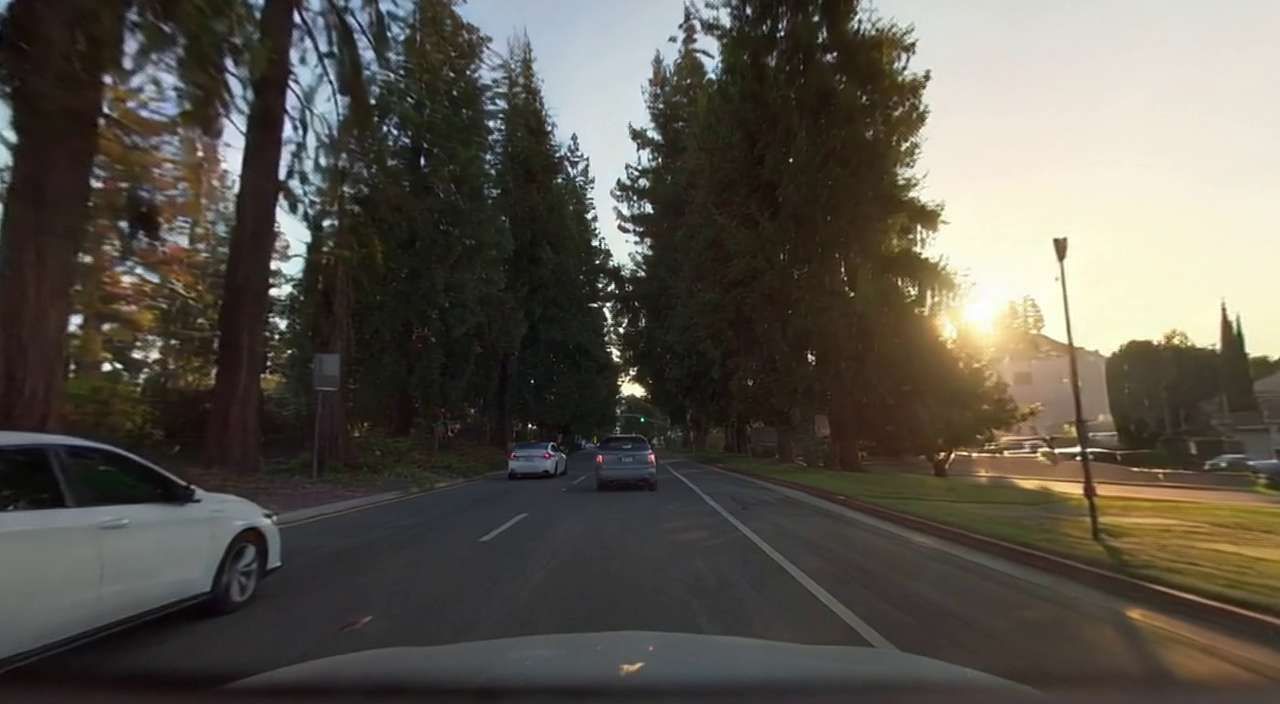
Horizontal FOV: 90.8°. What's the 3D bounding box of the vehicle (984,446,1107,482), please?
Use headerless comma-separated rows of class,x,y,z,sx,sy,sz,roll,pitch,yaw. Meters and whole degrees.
vehicle,19.747,5.446,30.883,4.669,1.698,1.939,0,-8,-3

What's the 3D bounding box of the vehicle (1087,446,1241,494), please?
vehicle,20.530,4.604,24.868,4.387,1.752,1.903,0,-8,-3

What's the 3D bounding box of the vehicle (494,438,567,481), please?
vehicle,-3.962,3.953,23.600,1.917,1.448,4.178,0,-8,1

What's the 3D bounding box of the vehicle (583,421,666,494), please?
vehicle,-0.391,2.879,17.474,2.018,1.769,3.897,0,-8,0

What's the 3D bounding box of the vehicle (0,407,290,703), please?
vehicle,-4.137,1.060,3.368,1.959,1.485,4.452,0,-8,0
